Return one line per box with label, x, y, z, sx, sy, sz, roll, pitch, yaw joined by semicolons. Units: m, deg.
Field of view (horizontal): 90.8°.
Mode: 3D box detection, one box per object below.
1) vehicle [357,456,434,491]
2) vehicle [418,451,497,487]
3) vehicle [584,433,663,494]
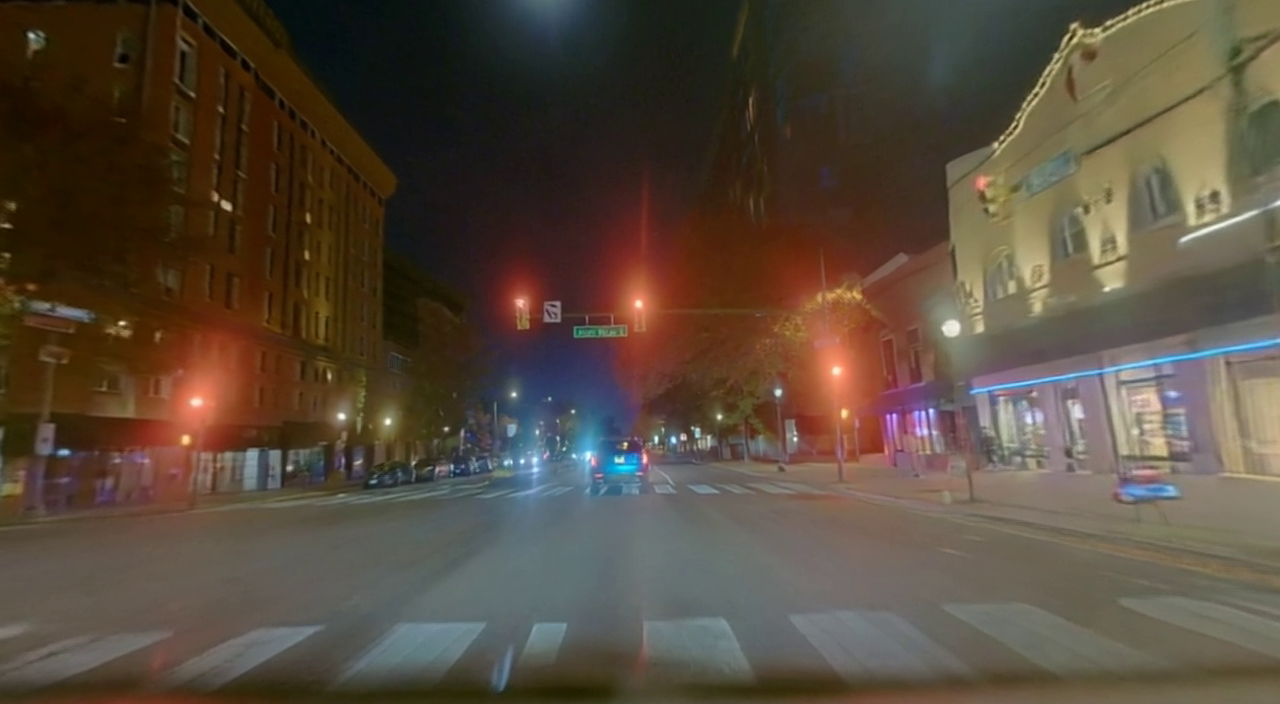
vehicle;-11.687;5.807;30.544;1.972;1.475;4.381;0;-8;0
vehicle;-8.234;5.315;29.044;2.152;1.468;4.737;0;-8;1
vehicle;-0.511;3.691;21.300;2.382;1.796;4.610;0;-8;0
